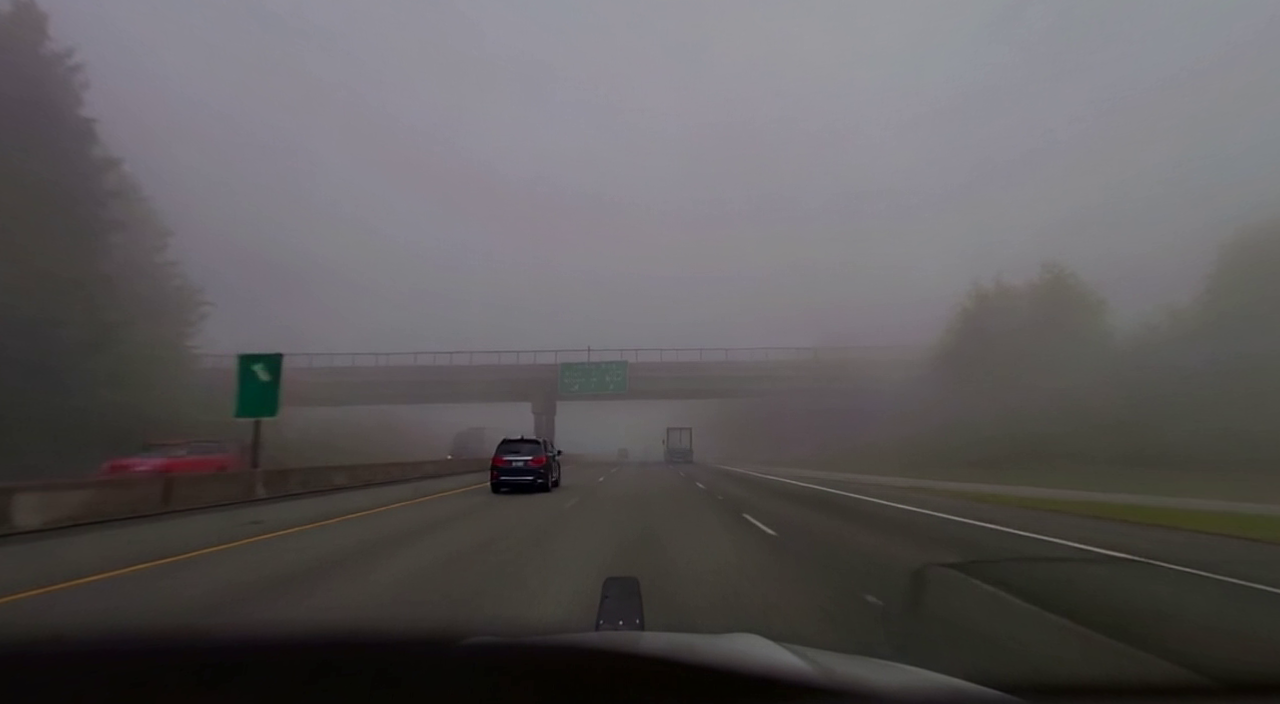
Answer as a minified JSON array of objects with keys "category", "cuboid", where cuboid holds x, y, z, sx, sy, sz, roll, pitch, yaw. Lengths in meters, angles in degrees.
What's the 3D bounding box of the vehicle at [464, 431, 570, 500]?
[{"category":"vehicle","cuboid":[-3.509,3.348,18.984,2.238,1.792,4.518,0,-9,0]}]
